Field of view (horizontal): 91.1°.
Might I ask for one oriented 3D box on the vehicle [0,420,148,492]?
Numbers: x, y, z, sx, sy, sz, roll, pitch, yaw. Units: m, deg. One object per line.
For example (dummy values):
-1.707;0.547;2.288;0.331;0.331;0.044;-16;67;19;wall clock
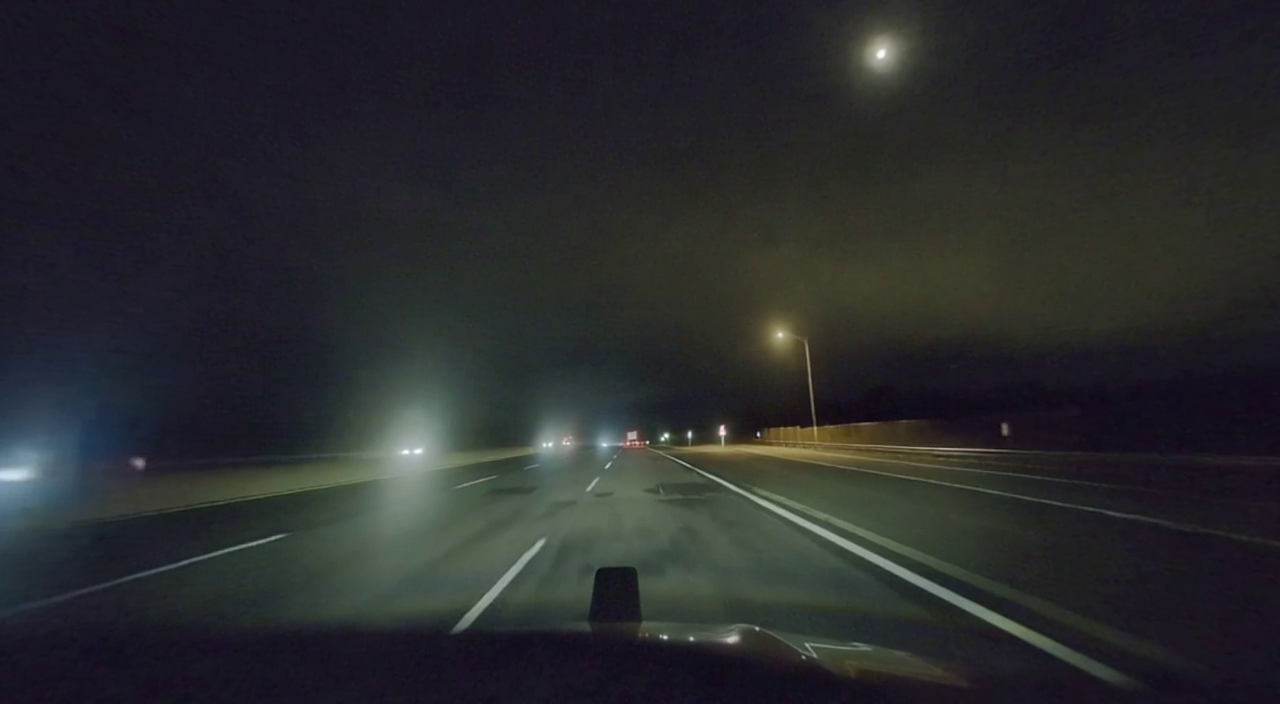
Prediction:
-23.007;3.957;24.427;2.309;2.415;6.756;0;-8;-1;vehicle
